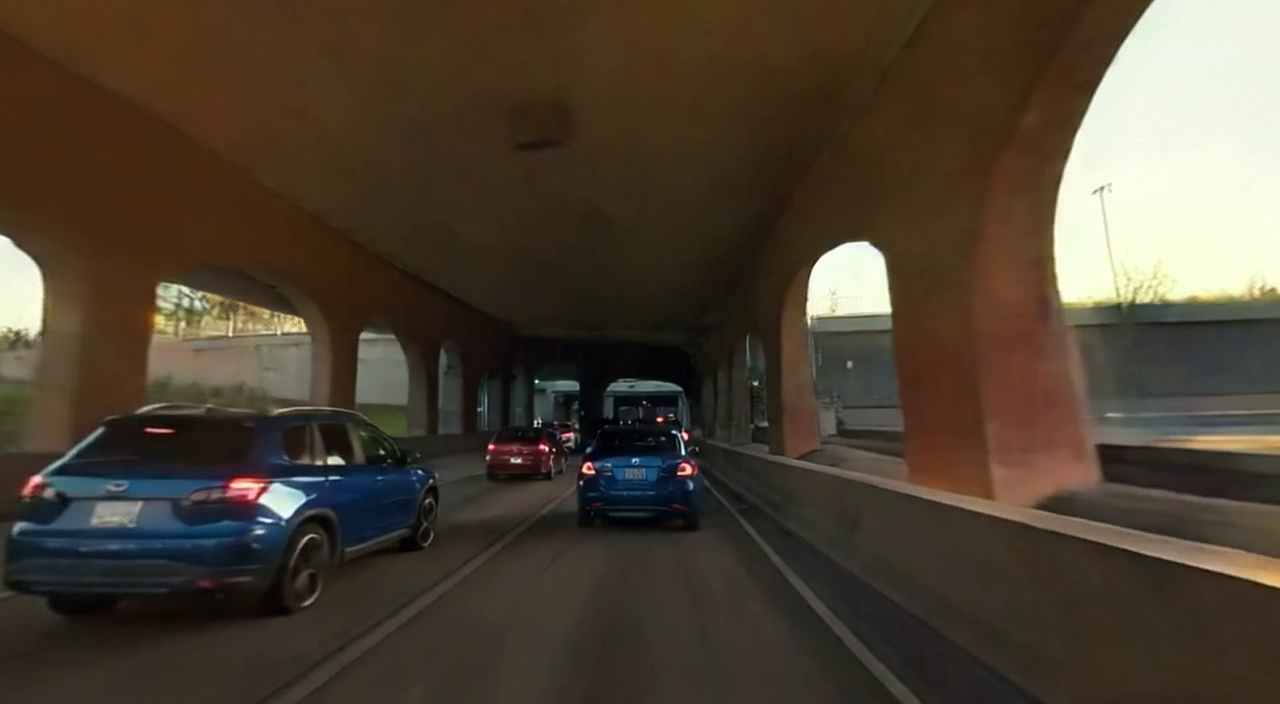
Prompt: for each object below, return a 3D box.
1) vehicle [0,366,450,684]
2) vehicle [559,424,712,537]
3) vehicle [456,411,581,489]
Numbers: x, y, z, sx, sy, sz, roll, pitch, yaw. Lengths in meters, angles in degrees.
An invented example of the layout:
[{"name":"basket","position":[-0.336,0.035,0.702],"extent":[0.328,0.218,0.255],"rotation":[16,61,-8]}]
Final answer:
[{"name":"vehicle","position":[-3.536,1.292,5.864],"extent":[2.017,1.761,4.572],"rotation":[0,-8,1]},{"name":"vehicle","position":[0.015,2.009,10.442],"extent":[2.020,1.478,4.092],"rotation":[-1,-8,2]},{"name":"vehicle","position":[-3.330,2.886,18.753],"extent":[2.329,1.948,5.800],"rotation":[-1,-8,3]}]
